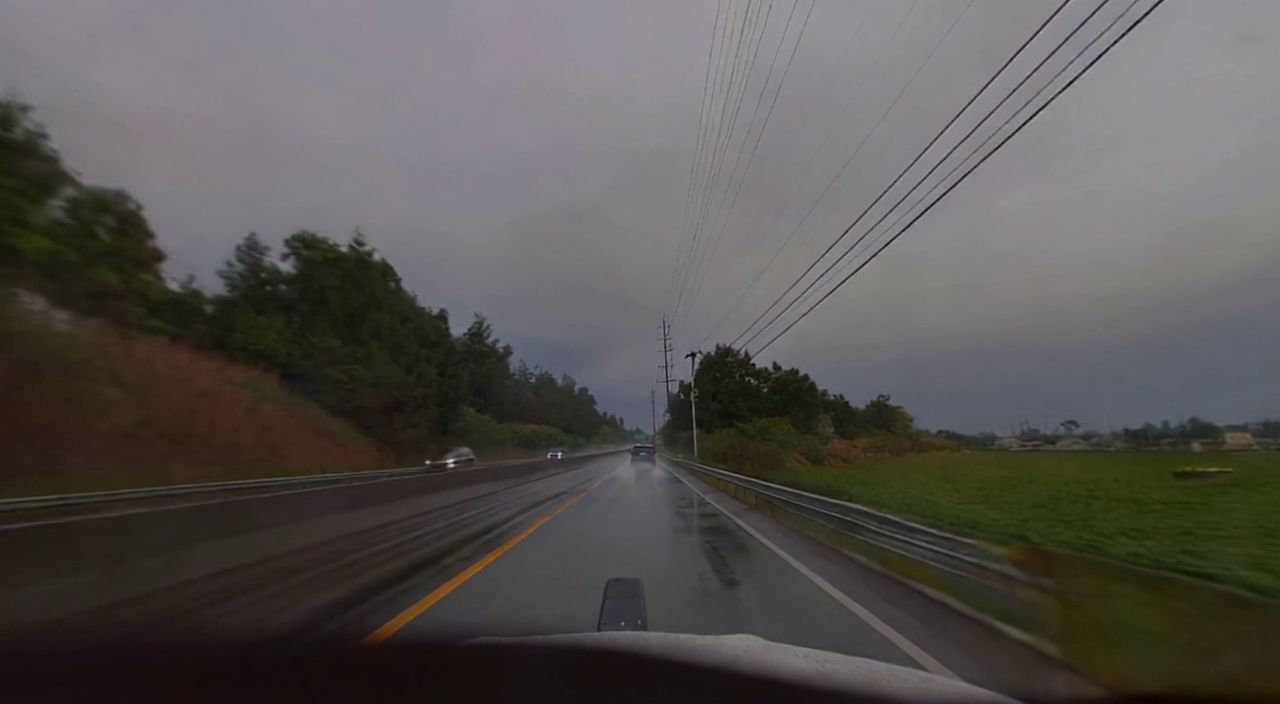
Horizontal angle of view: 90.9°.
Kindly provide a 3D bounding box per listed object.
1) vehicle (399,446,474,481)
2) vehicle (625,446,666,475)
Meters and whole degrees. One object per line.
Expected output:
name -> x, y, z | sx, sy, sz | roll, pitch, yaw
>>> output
vehicle -> -9.496, 5.239, 29.870 | 1.958, 1.515, 4.791 | 0, -9, 0
vehicle -> 0.267, 5.945, 34.565 | 2.080, 1.486, 3.813 | 0, -9, 0
